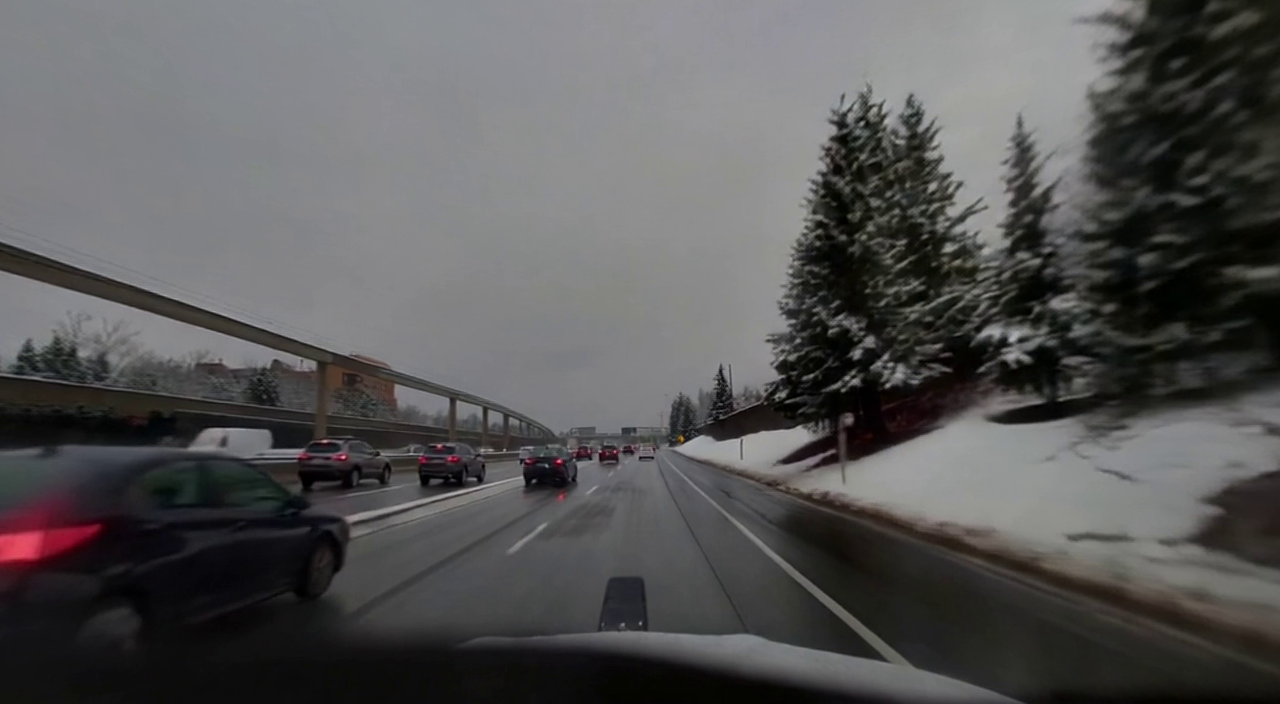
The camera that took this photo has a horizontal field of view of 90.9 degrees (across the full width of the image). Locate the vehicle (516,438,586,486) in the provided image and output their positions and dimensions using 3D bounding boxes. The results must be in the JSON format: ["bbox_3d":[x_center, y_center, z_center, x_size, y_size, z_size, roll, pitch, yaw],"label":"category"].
[{"bbox_3d":[-3.460,4.364,25.399,2.052,1.731,4.372,0,-8,2],"label":"vehicle"}]

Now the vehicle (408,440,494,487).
[{"bbox_3d":[-7.251,4.301,24.683,1.959,1.652,4.170,0,-8,2],"label":"vehicle"}]

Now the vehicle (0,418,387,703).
[{"bbox_3d":[-3.502,1.191,3.839,2.056,1.449,4.330,0,-8,1],"label":"vehicle"}]
